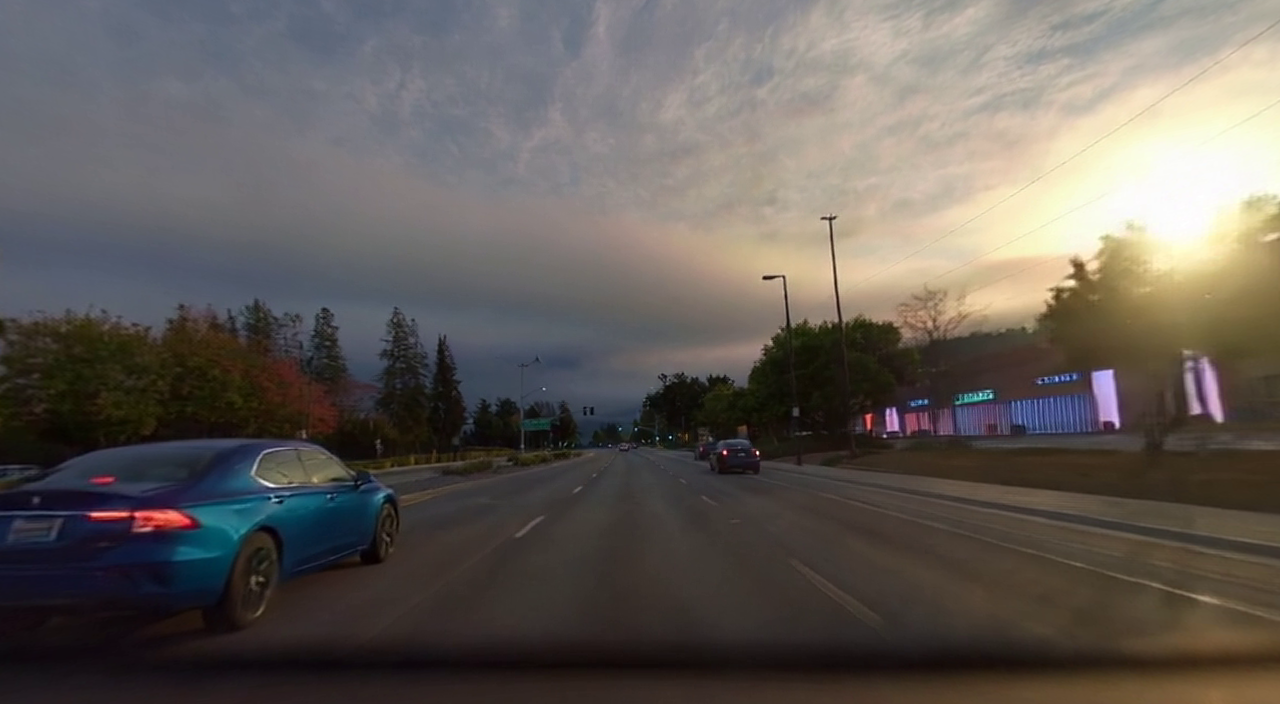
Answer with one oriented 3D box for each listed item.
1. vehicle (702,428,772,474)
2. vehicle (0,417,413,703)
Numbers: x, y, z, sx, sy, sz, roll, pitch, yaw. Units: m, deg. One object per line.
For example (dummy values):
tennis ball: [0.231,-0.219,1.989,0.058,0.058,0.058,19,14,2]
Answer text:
vehicle: [4.566,4.804,30.761,2.476,2.016,5.586,0,-8,0]
vehicle: [-3.702,1.386,5.387,2.017,1.470,4.293,0,-8,-1]
